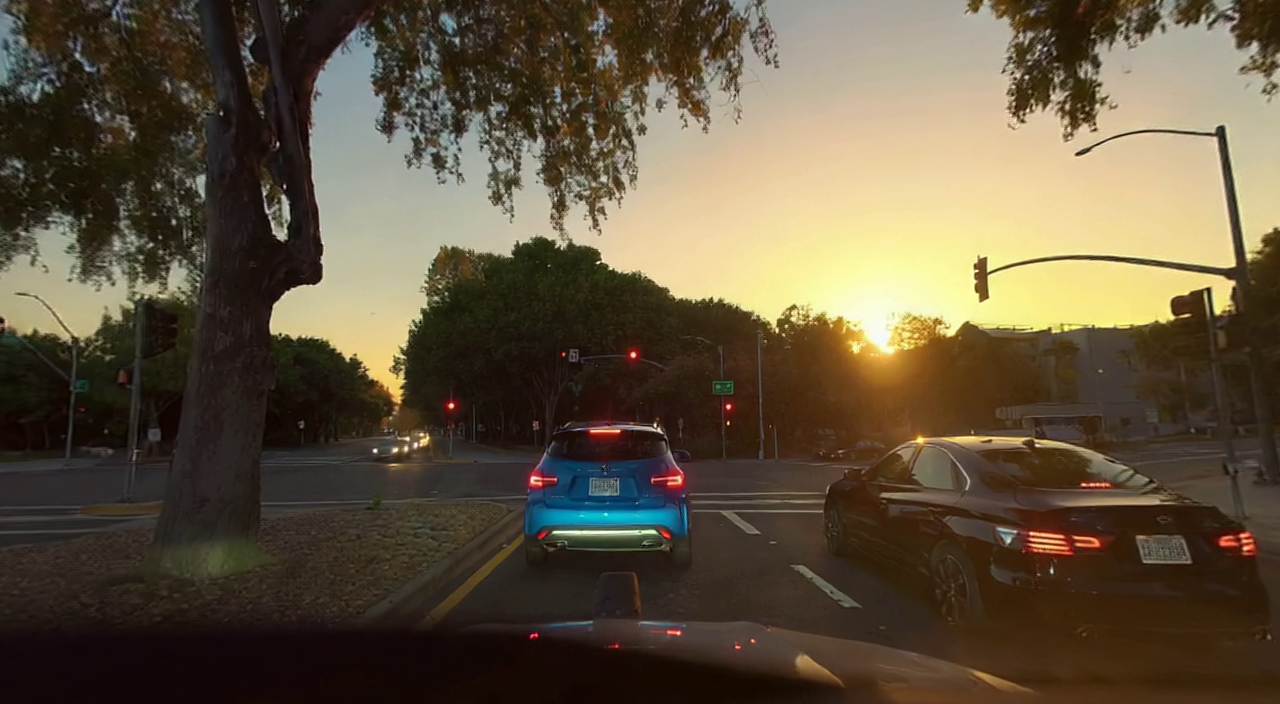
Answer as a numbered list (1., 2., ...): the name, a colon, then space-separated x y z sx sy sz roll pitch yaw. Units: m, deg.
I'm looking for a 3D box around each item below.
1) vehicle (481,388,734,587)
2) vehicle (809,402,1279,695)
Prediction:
1. vehicle: -0.347 1.526 7.825 2.247 1.760 4.231 0 -9 -2
2. vehicle: 3.170 1.400 5.776 1.932 1.562 4.629 0 -9 -1
